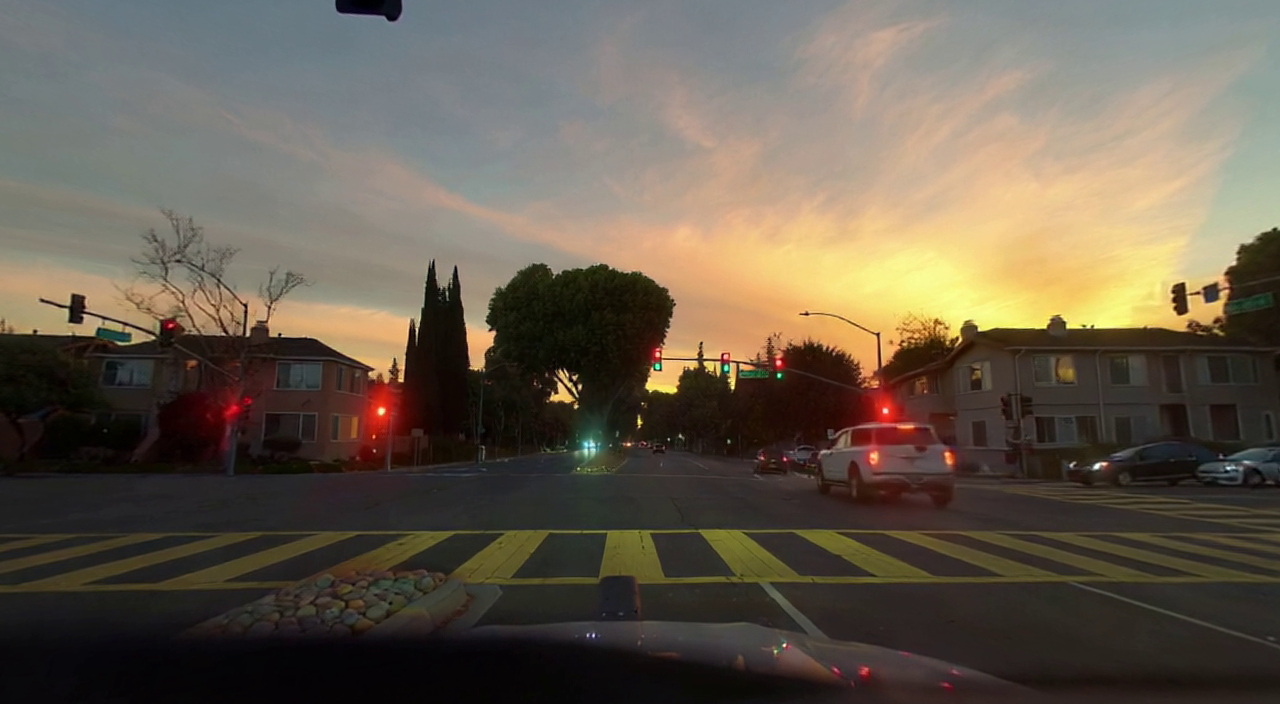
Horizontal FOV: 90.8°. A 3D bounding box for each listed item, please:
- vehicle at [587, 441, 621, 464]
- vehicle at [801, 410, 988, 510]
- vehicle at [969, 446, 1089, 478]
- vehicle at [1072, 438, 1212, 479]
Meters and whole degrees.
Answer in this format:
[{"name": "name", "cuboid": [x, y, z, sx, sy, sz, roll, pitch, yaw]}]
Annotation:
[{"name": "vehicle", "cuboid": [-2.357, 6.715, 42.290, 2.045, 1.484, 3.991, 0, -9, 0]}, {"name": "vehicle", "cuboid": [5.989, 2.654, 15.933, 2.273, 2.042, 5.717, 0, -9, -1]}, {"name": "vehicle", "cuboid": [19.767, 5.605, 32.230, 4.874, 1.544, 1.779, 0, -9, 1]}, {"name": "vehicle", "cuboid": [23.529, 4.988, 29.732, 4.807, 1.835, 2.033, 0, -9, -1]}]
